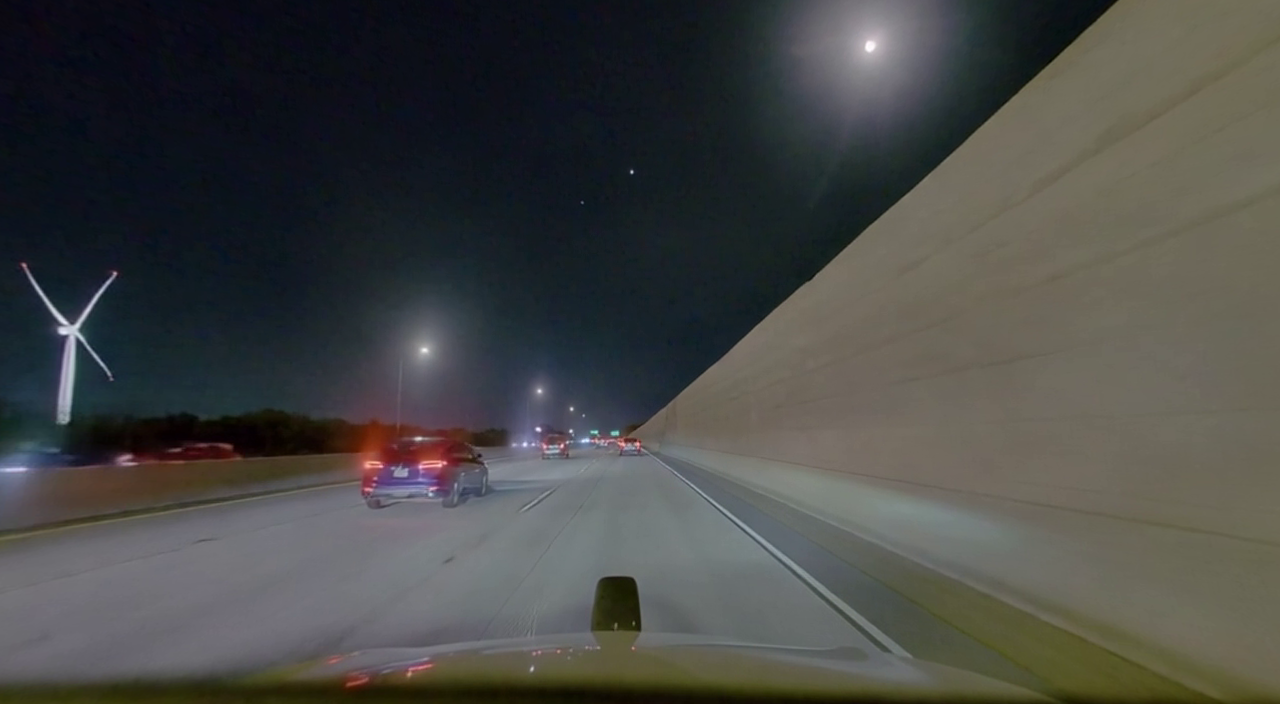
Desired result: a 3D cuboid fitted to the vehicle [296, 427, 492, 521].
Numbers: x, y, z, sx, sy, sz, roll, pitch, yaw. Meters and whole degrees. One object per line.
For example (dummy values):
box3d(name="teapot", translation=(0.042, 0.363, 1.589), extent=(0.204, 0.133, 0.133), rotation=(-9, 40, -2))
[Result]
box3d(name="vehicle", translation=(-4.427, 2.247, 12.301), extent=(1.998, 1.468, 4.635), rotation=(0, -8, 0))

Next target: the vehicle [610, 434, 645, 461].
box3d(name="vehicle", translation=(-0.760, 5.719, 38.031), extent=(2.027, 1.550, 3.607), rotation=(0, -8, -1))

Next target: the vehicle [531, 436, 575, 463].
box3d(name="vehicle", translation=(-4.956, 5.592, 36.417), extent=(2.059, 1.436, 3.802), rotation=(0, -8, -1))

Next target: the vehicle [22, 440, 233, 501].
box3d(name="vehicle", translation=(-14.176, 3.264, 17.920), extent=(2.128, 1.457, 4.646), rotation=(0, -8, -1))
